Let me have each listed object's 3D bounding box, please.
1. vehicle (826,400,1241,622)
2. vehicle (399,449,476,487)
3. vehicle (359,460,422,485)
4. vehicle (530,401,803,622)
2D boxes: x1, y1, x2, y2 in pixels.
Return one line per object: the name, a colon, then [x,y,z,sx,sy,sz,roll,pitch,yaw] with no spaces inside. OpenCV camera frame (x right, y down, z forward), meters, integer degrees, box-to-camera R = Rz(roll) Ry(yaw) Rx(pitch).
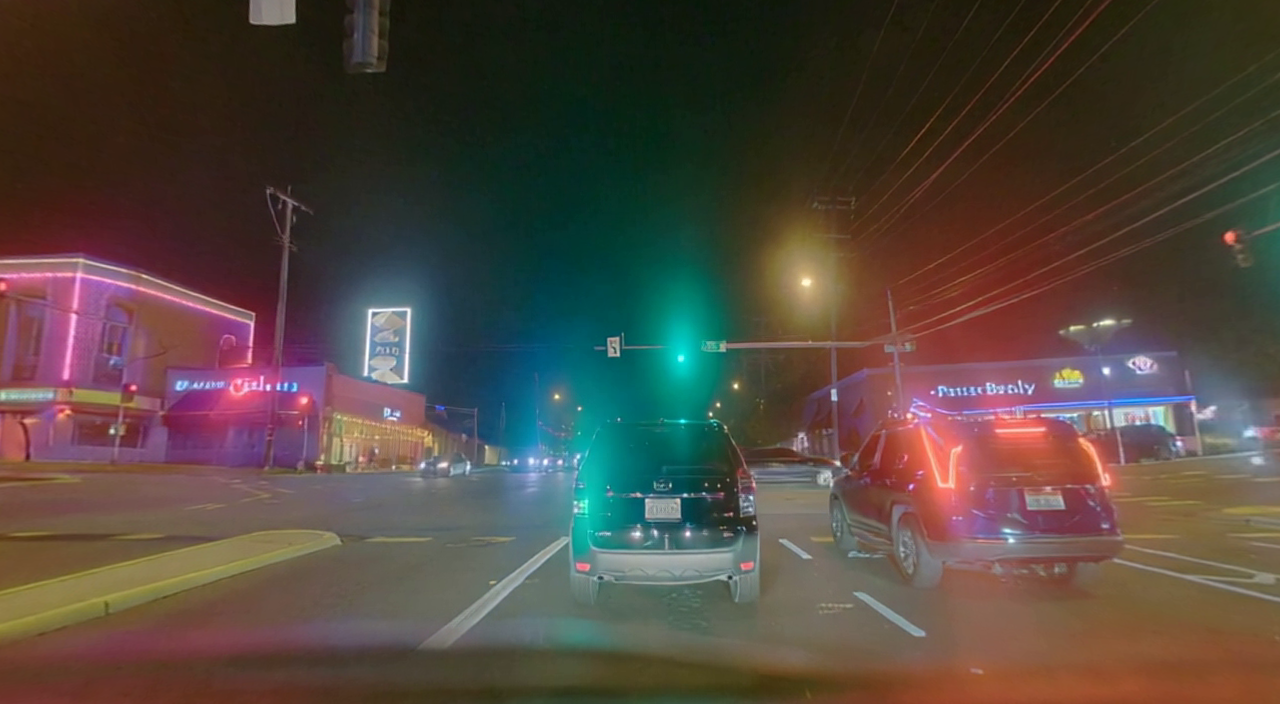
vehicle: [3.613,1.518,6.967,1.976,1.664,4.189,-1,-8,2]
vehicle: [-10.051,5.761,31.718,2.023,1.713,4.451,-1,-8,5]
vehicle: [-16.271,7.835,41.351,1.872,1.433,4.404,-1,-8,7]
vehicle: [0.251,1.513,6.844,2.098,1.682,3.778,0,-8,2]
